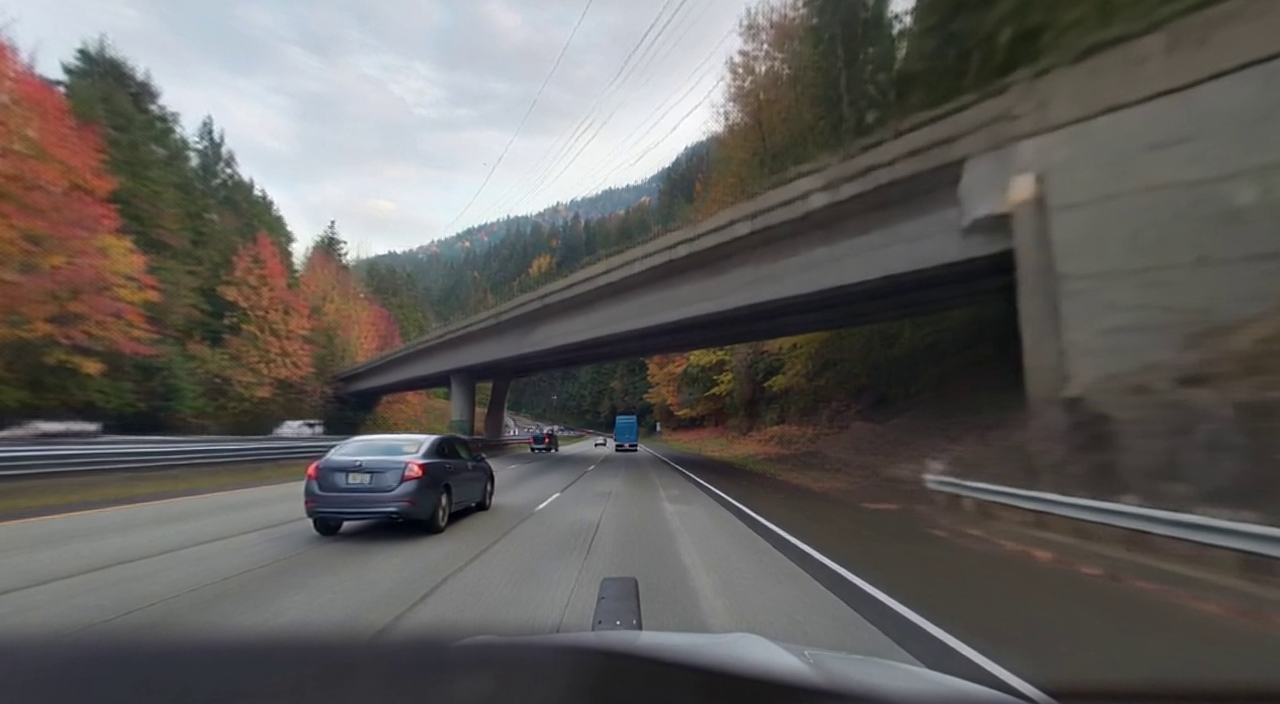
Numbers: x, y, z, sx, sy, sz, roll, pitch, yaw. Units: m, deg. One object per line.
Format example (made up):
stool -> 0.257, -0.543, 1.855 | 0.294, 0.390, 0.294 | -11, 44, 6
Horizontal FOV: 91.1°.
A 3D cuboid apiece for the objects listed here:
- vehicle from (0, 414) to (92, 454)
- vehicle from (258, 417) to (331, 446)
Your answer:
vehicle -> -24.689, 3.281, 25.130 | 1.905, 1.494, 4.019 | 0, -8, -1
vehicle -> -21.076, 4.887, 38.564 | 2.071, 1.706, 4.159 | 0, -8, 0
